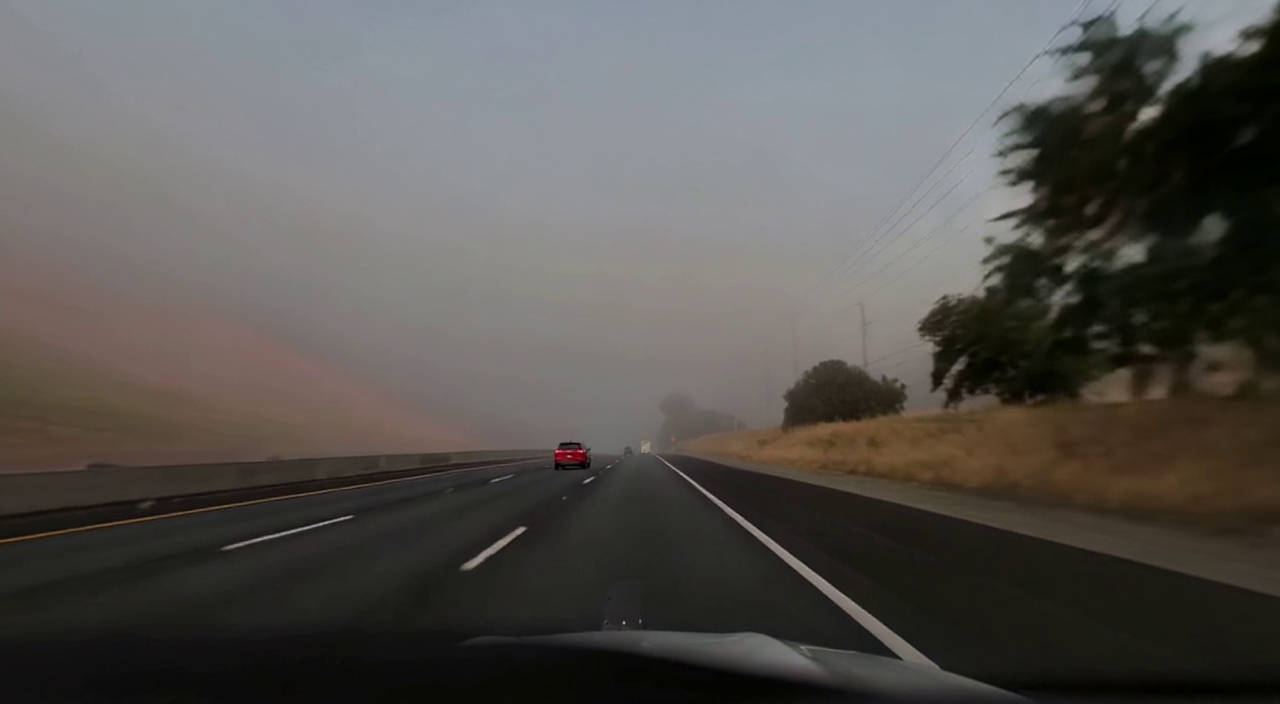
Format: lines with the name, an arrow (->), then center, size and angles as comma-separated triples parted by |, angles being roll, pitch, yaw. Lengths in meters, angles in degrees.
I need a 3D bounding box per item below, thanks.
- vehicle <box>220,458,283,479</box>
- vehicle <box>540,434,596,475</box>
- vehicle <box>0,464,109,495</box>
vehicle -> -29.867, 8.958, 48.642 | 1.848, 1.452, 4.598 | 0, -8, 0
vehicle -> -3.446, 5.041, 31.188 | 2.136, 1.845, 4.515 | 0, -8, 1
vehicle -> -34.032, 7.344, 36.688 | 1.872, 1.500, 5.003 | 0, -8, 0
